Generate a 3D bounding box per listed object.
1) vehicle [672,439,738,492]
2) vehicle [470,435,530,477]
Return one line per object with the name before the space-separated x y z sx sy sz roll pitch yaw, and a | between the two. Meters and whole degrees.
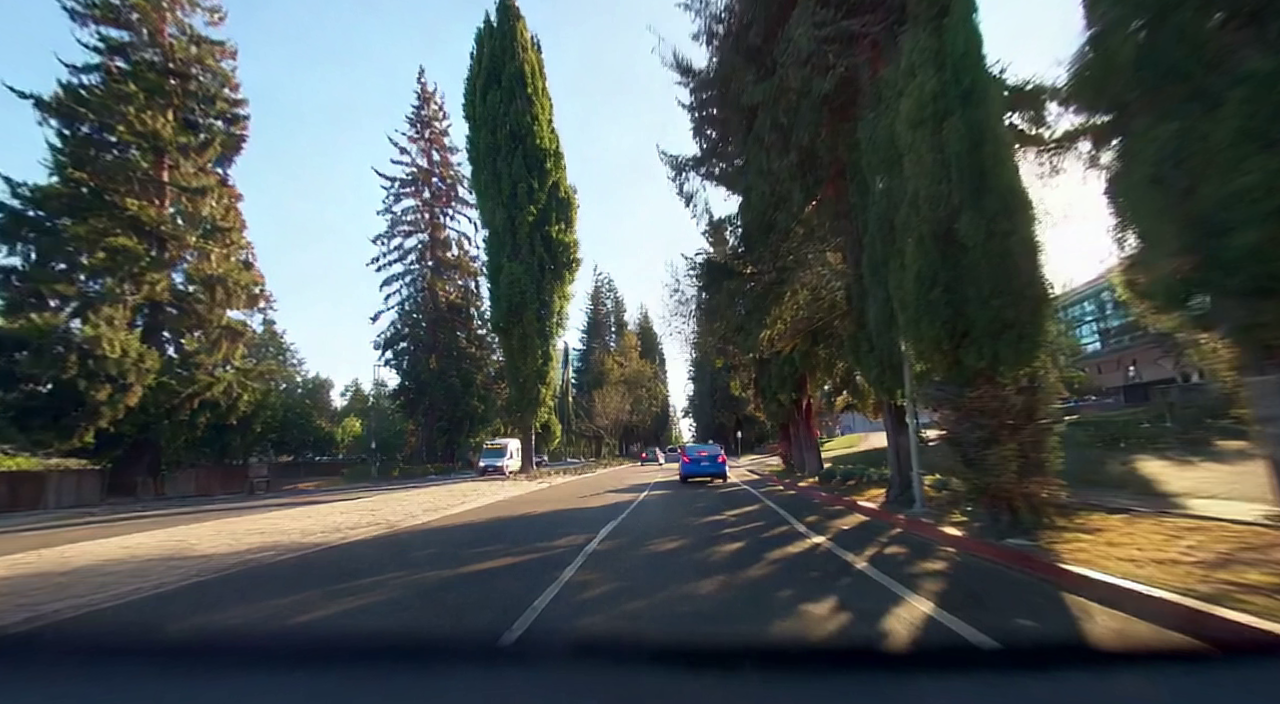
vehicle | 2.144 3.849 21.821 2.052 1.639 4.123 -1 -8 3
vehicle | -10.424 7.816 47.537 2.661 2.737 6.092 -5 -9 4
